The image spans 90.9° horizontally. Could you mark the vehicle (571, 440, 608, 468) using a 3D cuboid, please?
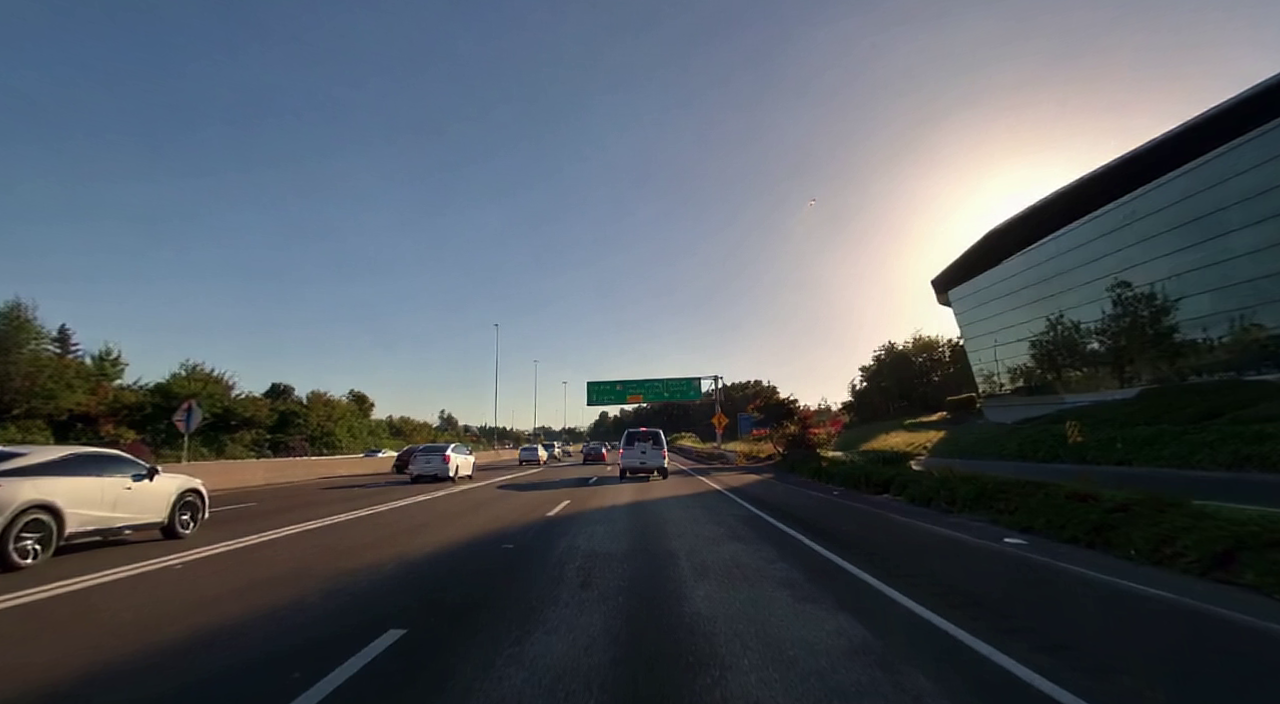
[{"bbox_3d":[-3.151,6.440,39.981,1.952,1.649,4.131,0,-9,1],"label":"vehicle"}]

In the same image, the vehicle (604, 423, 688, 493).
[{"bbox_3d":[0.170,3.032,18.203,2.152,1.779,3.924,0,-9,1],"label":"vehicle"}]

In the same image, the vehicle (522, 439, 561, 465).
[{"bbox_3d":[-7.159,7.333,46.444,2.106,1.816,4.936,0,-9,0],"label":"vehicle"}]

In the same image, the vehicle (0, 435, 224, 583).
[{"bbox_3d":[-7.298,1.735,7.410,1.864,1.458,4.295,0,-9,0],"label":"vehicle"}]

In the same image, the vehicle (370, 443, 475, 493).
[{"bbox_3d":[-7.028,3.770,20.861,1.869,1.466,4.217,0,-9,1],"label":"vehicle"}]
